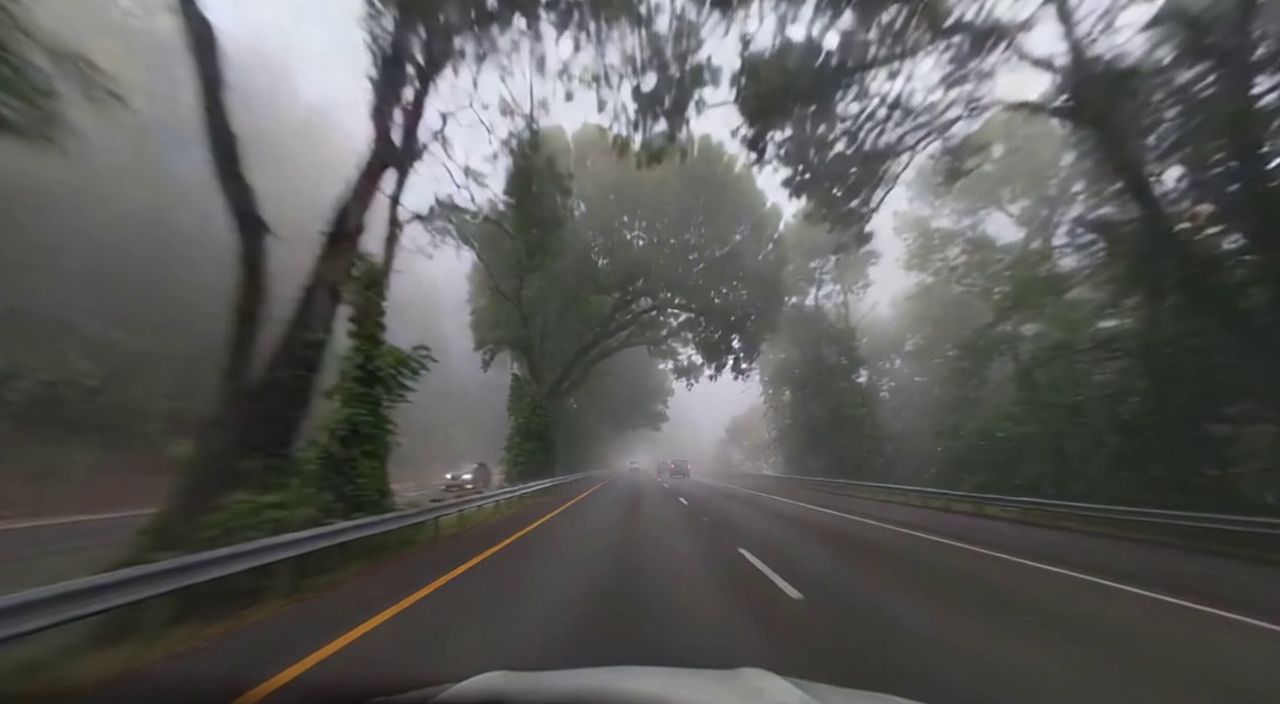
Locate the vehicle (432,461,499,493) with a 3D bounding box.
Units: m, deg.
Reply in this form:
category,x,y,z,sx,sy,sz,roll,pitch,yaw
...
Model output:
category,x,y,z,sx,sy,sz,roll,pitch,yaw
vehicle,-8.512,6.141,31.158,1.980,1.438,4.437,1,-10,0
